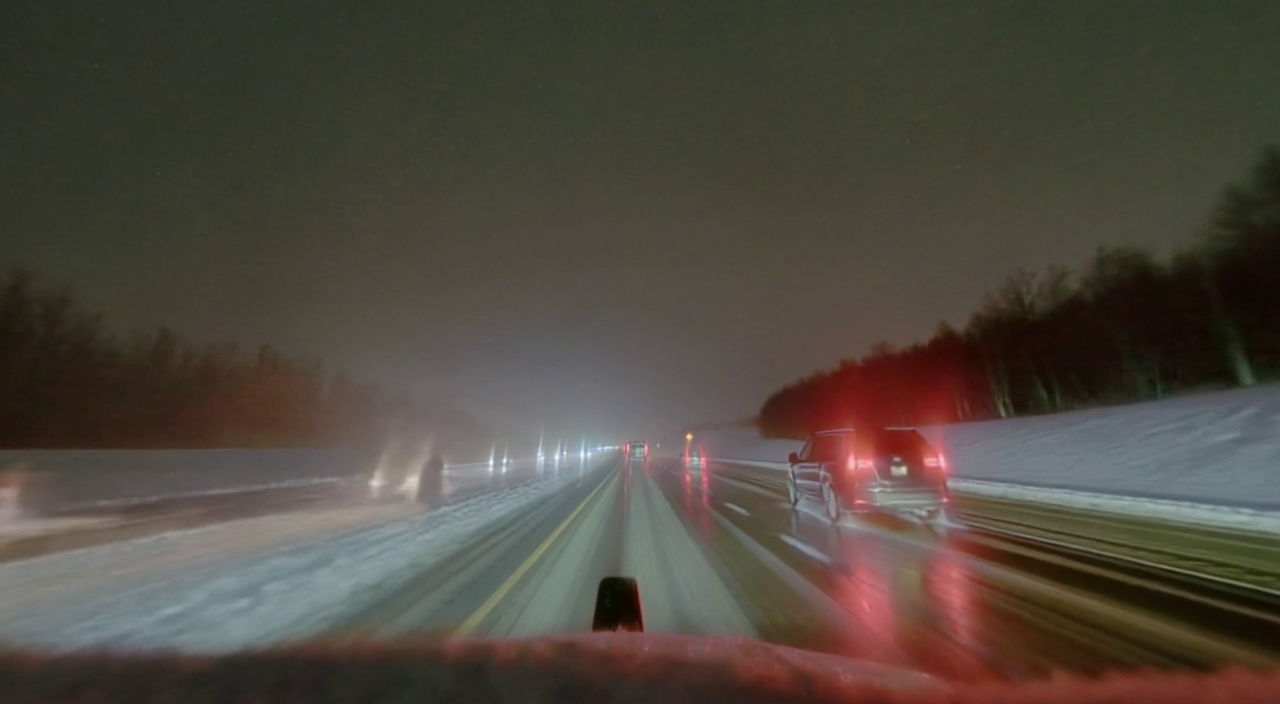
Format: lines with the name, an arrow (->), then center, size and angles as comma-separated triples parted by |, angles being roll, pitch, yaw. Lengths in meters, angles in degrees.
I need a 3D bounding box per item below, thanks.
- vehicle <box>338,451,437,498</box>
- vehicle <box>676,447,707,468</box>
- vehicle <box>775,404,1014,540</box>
vehicle -> -8.776, 4.252, 22.134 | 1.850, 1.509, 3.898 | 0, -9, 0
vehicle -> 3.903, 8.042, 47.763 | 1.917, 1.488, 3.693 | 0, -9, -2
vehicle -> 4.170, 2.114, 11.549 | 2.177, 1.914, 5.245 | 0, -9, 0
